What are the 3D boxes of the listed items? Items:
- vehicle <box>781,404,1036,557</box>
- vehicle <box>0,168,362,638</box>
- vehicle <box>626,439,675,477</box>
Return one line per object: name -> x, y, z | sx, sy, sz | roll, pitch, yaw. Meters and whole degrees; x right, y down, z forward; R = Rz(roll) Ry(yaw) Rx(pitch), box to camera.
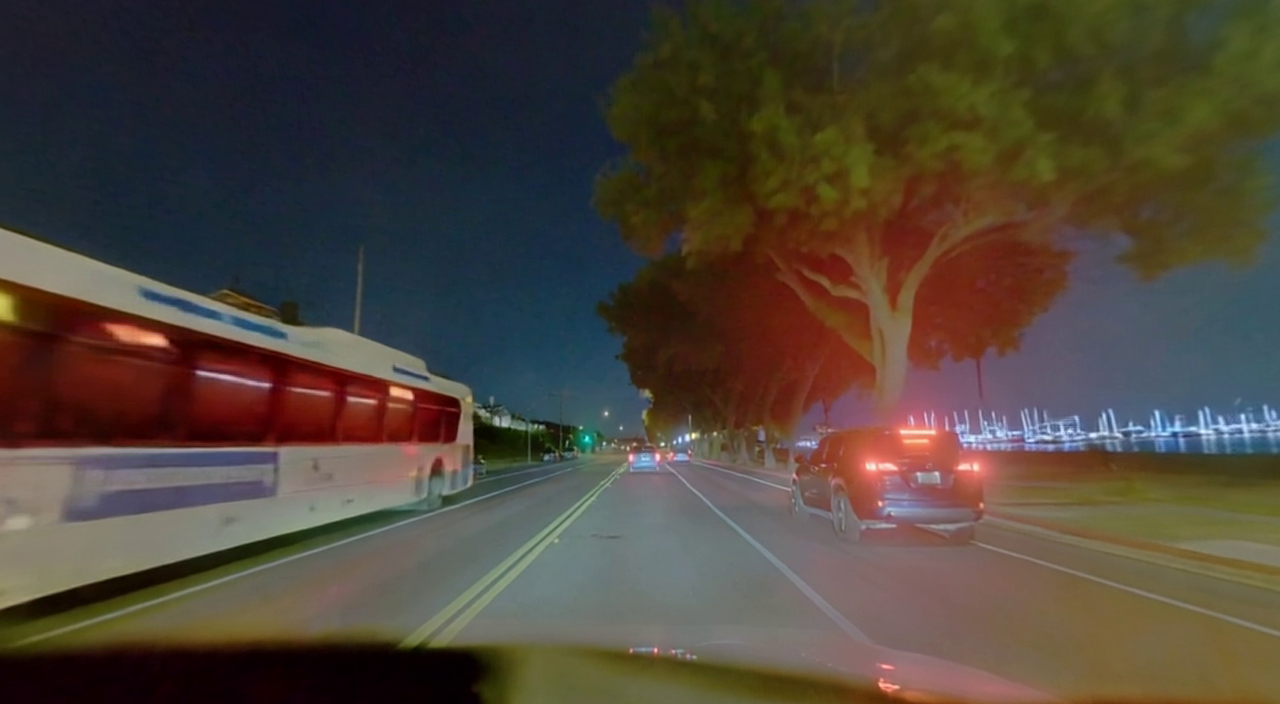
vehicle -> 3.694, 1.861, 9.771 | 2.000, 1.809, 4.405 | 0, -8, 0
vehicle -> -6.372, 0.507, 5.579 | 3.102, 3.524, 9.830 | 0, -8, 1
vehicle -> 0.469, 4.908, 29.522 | 2.132, 1.632, 3.838 | 0, -8, 0
